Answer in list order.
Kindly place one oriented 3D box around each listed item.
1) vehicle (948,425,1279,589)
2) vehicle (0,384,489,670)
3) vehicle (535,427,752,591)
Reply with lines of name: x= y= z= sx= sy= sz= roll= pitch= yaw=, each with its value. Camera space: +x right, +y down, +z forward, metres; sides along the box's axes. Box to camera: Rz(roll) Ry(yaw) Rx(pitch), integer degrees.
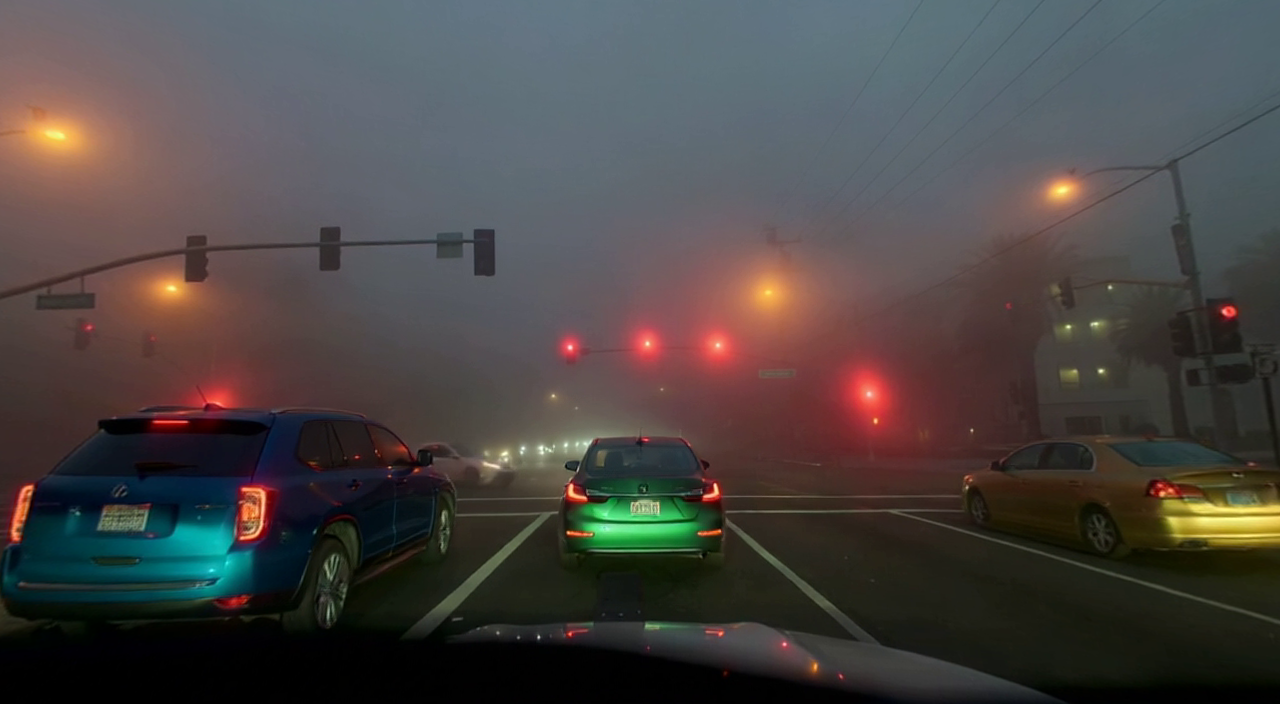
vehicle: x=6.091 y=1.758 z=8.099 sx=1.970 sy=1.489 sz=4.482 roll=0 pitch=-8 yaw=-1
vehicle: x=-3.102 y=1.366 z=6.066 sx=2.051 sy=1.682 sz=4.467 roll=0 pitch=-8 yaw=2
vehicle: x=0.001 y=1.706 z=7.714 sx=1.942 sy=1.445 sz=3.973 roll=0 pitch=-8 yaw=-1
